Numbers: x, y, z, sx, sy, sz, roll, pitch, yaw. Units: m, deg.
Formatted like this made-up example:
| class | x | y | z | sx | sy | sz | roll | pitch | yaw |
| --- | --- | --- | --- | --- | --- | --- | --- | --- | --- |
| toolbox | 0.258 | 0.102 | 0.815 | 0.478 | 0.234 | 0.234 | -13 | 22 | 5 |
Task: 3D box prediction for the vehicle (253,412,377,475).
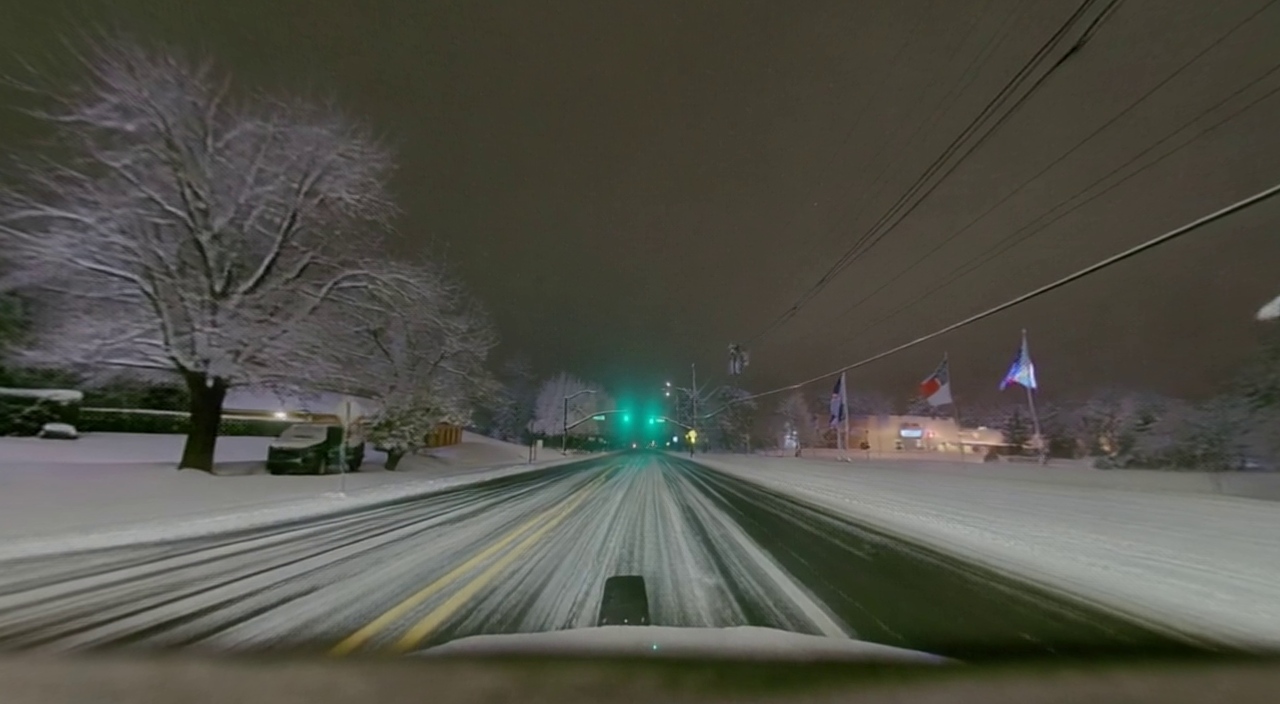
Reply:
| class | x | y | z | sx | sy | sz | roll | pitch | yaw |
| --- | --- | --- | --- | --- | --- | --- | --- | --- | --- |
| vehicle | -13.064 | 3.749 | 25.896 | 2.476 | 2.256 | 5.686 | 0 | -8 | -5 |
